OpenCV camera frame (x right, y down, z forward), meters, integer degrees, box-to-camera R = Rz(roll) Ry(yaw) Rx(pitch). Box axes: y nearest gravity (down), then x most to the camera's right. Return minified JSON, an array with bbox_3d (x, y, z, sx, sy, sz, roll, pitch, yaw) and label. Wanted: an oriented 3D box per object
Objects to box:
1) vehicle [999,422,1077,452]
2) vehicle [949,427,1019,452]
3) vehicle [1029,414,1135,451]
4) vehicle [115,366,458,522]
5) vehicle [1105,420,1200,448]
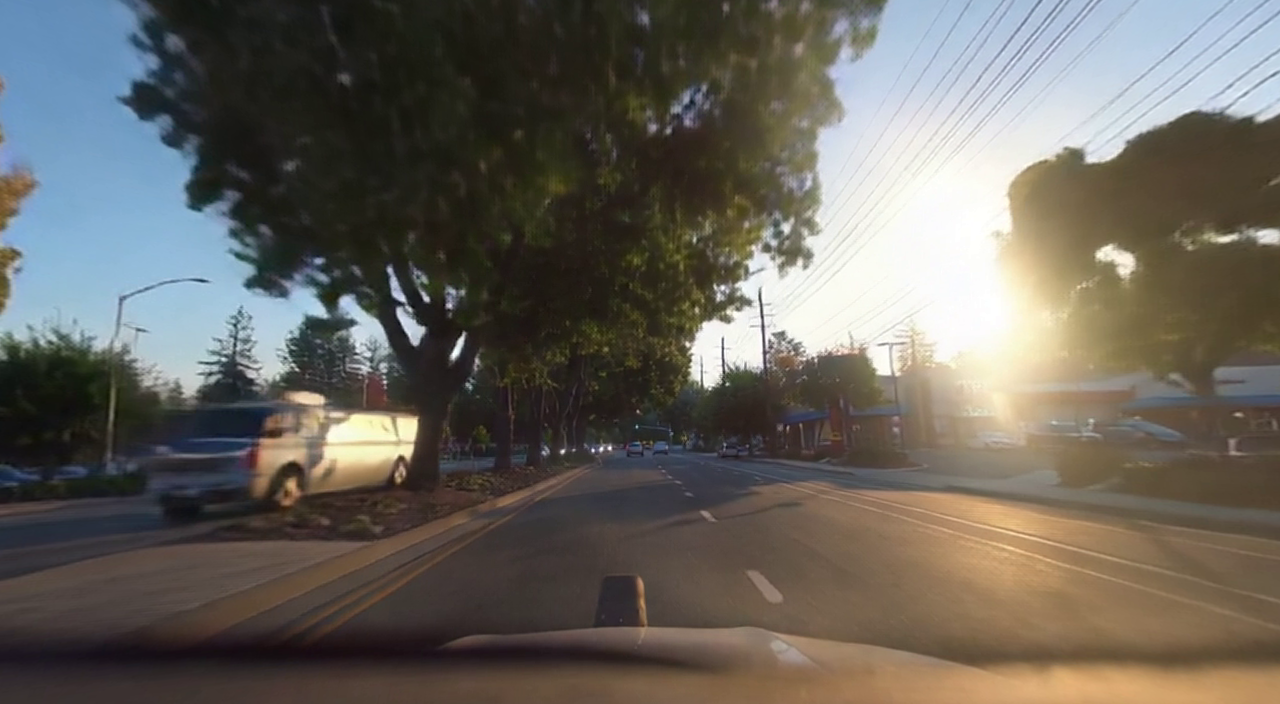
[{"bbox_3d":[25.437,5.506,40.582,2.012,1.772,4.458,0,-8,0],"label":"vehicle"},{"bbox_3d":[22.973,5.910,42.380,2.113,1.582,4.559,-1,-9,0],"label":"vehicle"},{"bbox_3d":[28.488,5.280,41.038,2.346,2.093,6.071,-2,-8,-1],"label":"vehicle"},{"bbox_3d":[-8.932,2.774,19.174,3.241,3.133,12.822,0,-8,-1],"label":"vehicle"},{"bbox_3d":[34.256,5.552,42.439,2.220,1.723,4.883,0,-8,0],"label":"vehicle"}]
